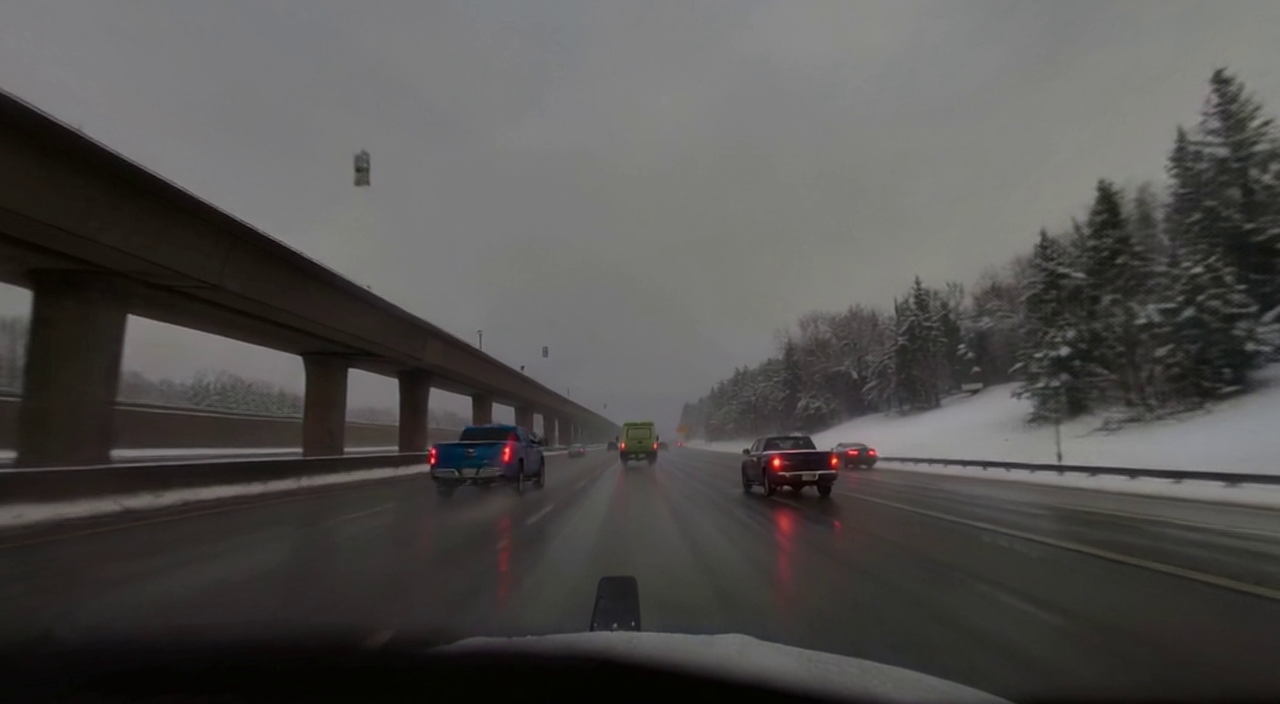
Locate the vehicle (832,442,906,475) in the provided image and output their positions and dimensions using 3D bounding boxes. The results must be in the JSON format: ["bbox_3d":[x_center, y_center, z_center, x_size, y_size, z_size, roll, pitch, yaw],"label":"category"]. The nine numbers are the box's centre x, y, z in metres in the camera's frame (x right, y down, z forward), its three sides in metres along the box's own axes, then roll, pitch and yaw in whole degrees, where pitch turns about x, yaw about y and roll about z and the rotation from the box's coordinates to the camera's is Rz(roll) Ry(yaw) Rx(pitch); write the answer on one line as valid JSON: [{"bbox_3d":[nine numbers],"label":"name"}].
[{"bbox_3d":[11.092,5.184,30.948,1.961,1.480,4.331,0,-9,-1],"label":"vehicle"}]

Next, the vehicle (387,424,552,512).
[{"bbox_3d":[-3.691,2.674,14.966,2.535,1.715,5.030,0,-9,0],"label":"vehicle"}]

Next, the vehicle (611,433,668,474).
[{"bbox_3d":[-0.026,5.033,31.526,2.572,1.837,5.693,0,-9,0],"label":"vehicle"}]

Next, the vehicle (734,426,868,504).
[{"bbox_3d":[3.748,2.733,15.554,2.119,1.653,4.000,0,-9,-2],"label":"vehicle"}]
